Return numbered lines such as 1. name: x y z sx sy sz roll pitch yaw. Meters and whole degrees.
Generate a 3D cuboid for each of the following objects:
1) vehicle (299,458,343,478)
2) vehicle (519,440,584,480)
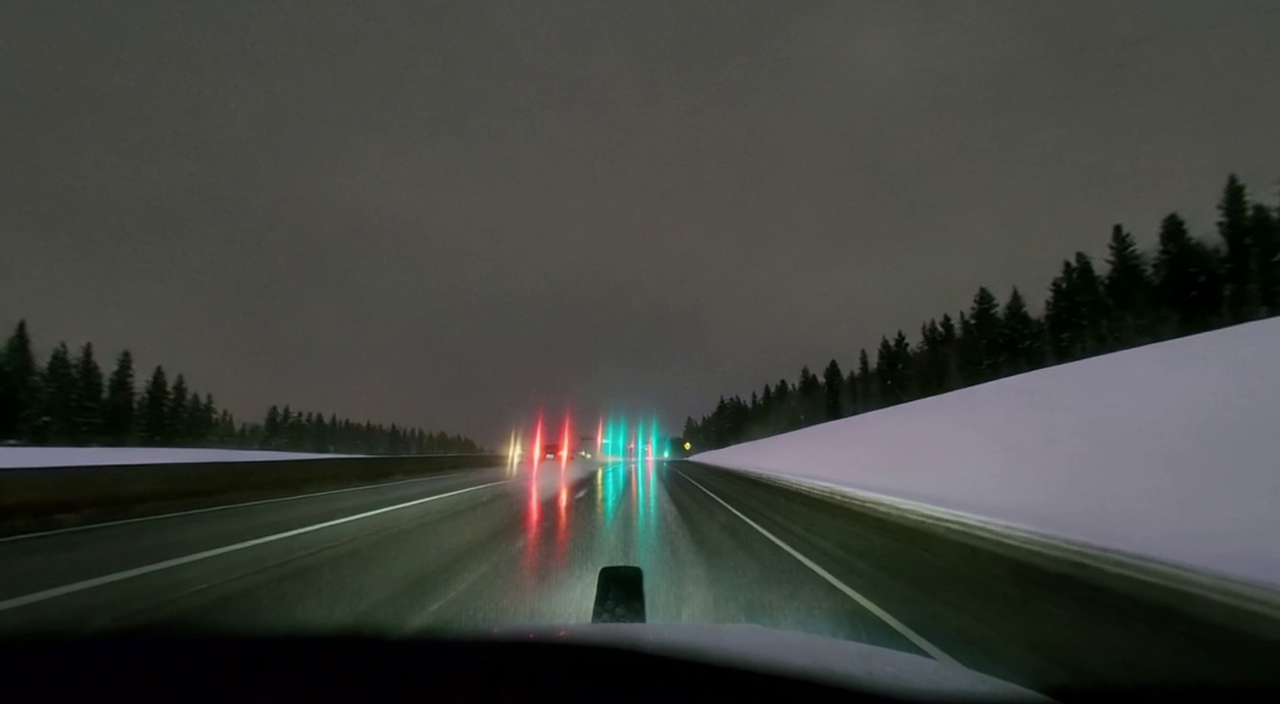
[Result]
1. vehicle: -24.600 8.968 48.783 1.615 1.391 3.636 0 -9 -3
2. vehicle: -4.124 5.137 30.300 2.272 1.759 5.058 0 -9 1
